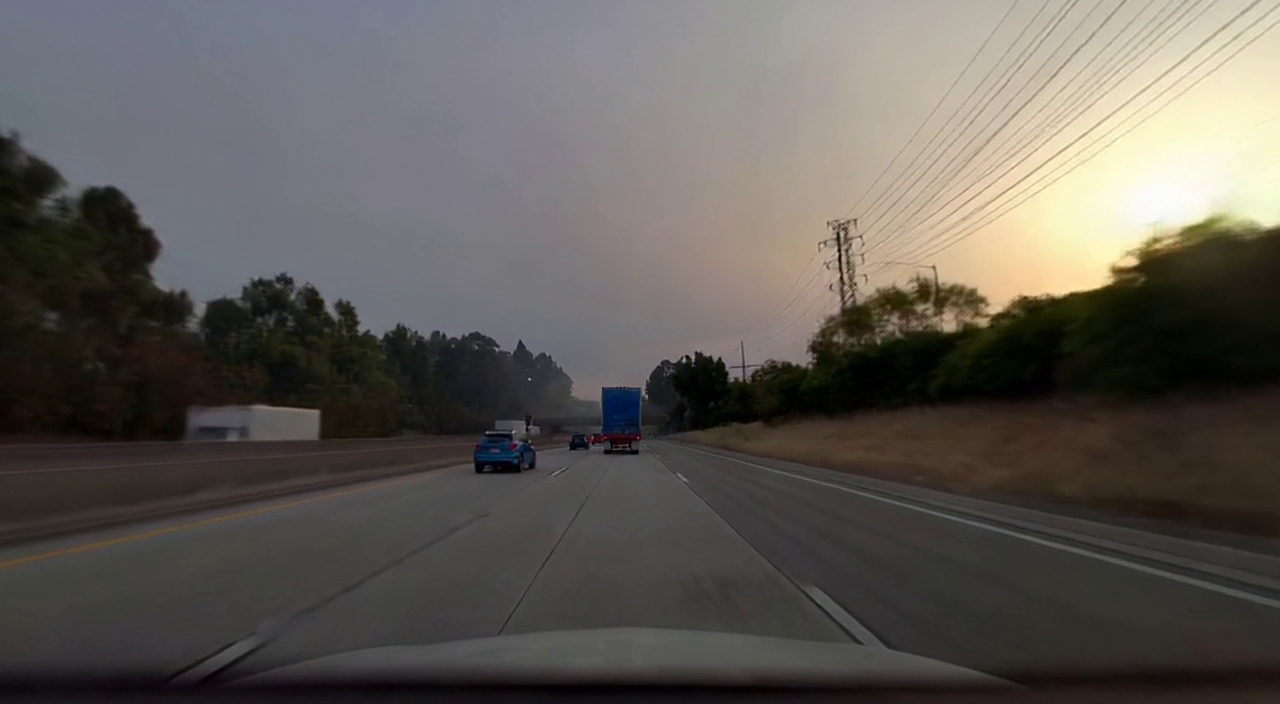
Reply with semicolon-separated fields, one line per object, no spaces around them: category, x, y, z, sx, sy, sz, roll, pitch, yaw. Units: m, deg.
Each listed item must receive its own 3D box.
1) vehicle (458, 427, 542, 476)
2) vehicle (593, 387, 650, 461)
vehicle;-5.047;3.646;23.394;2.117;1.618;4.480;0;-8;0
vehicle;-1.105;4.428;37.988;2.955;3.851;9.915;0;-8;-2
